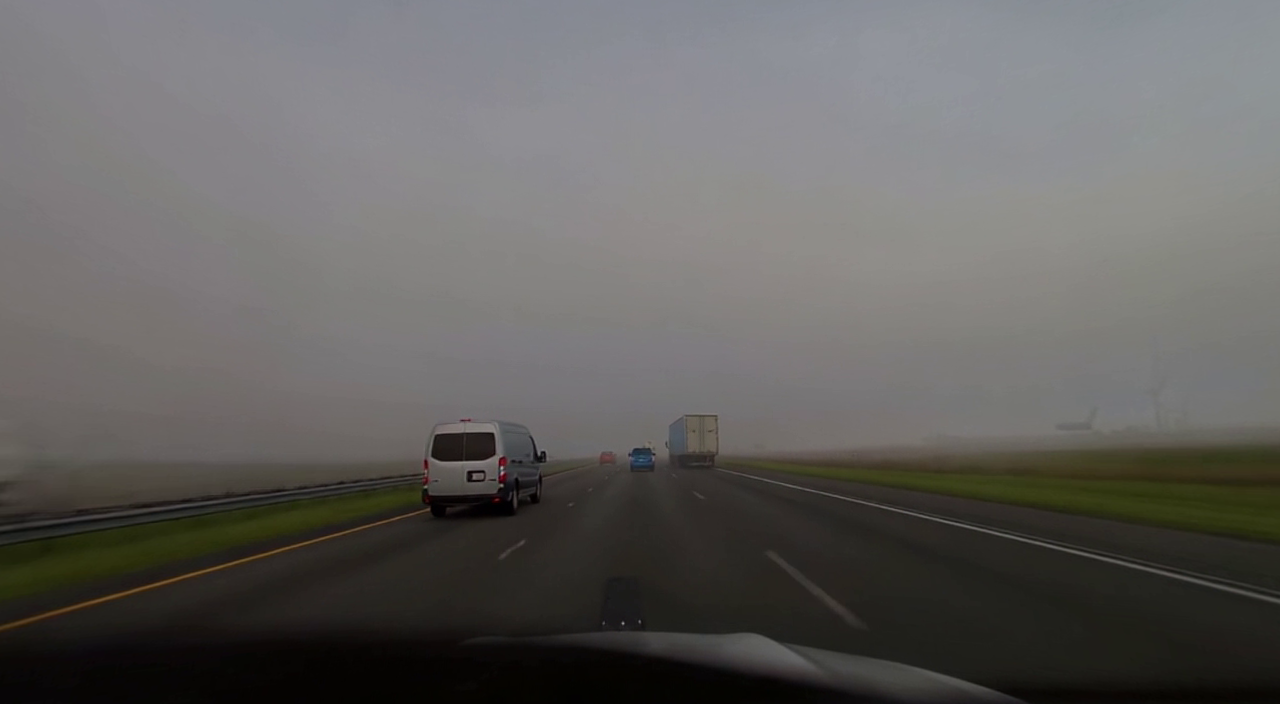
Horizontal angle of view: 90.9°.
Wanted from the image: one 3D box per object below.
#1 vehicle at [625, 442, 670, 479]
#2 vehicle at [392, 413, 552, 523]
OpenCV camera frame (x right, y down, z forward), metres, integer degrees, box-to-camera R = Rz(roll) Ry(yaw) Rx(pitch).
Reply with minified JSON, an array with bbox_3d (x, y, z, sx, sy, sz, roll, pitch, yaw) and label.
[{"bbox_3d":[0.351,5.423,31.758,2.083,1.689,4.083,0,-9,0],"label":"vehicle"},{"bbox_3d":[-3.414,2.494,13.976,2.238,1.984,4.650,0,-9,0],"label":"vehicle"}]
